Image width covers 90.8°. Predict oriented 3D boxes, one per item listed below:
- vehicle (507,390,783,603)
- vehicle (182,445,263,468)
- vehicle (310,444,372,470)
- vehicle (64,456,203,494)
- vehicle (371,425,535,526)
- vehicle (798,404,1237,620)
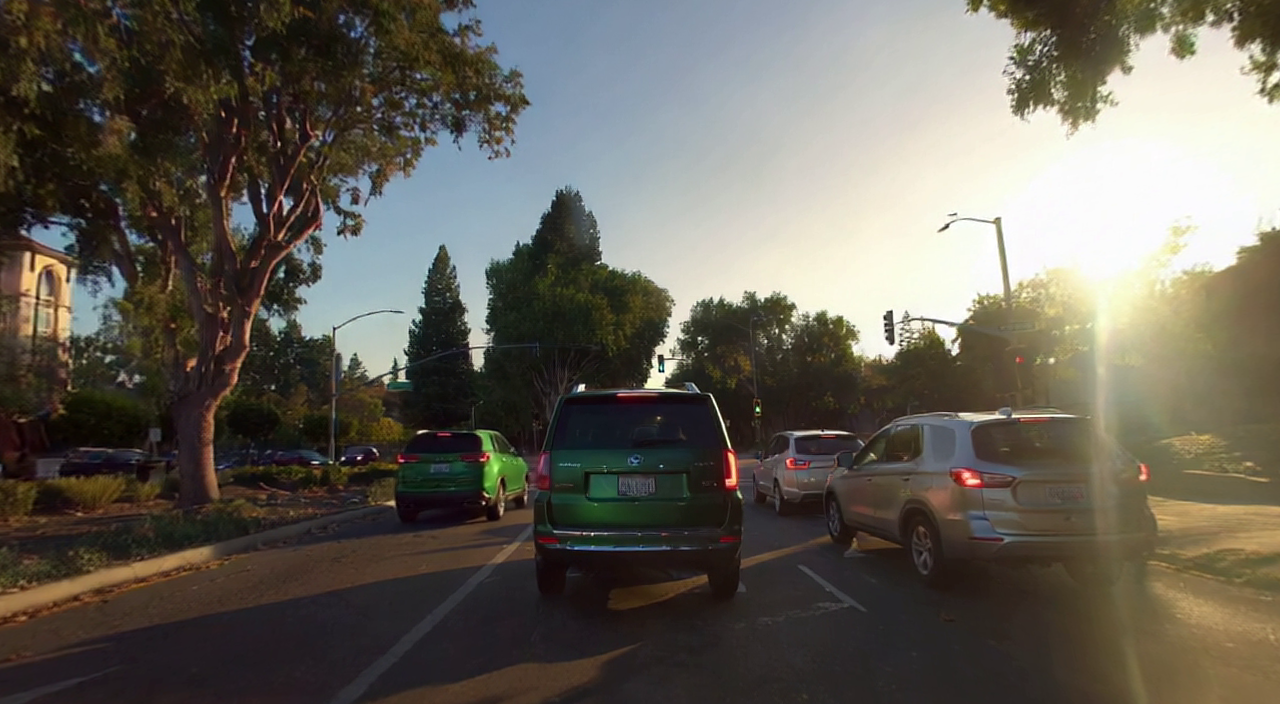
[{"bbox_3d":[0.017,1.492,7.281,2.294,1.761,3.857,0,-9,-1],"label":"vehicle"},{"bbox_3d":[-29.985,7.506,45.465,4.403,1.532,1.914,0,-8,-3],"label":"vehicle"},{"bbox_3d":[-22.131,7.783,47.055,1.993,1.844,5.316,0,-8,0],"label":"vehicle"},{"bbox_3d":[-22.358,5.423,28.193,2.312,1.443,4.684,0,-9,1],"label":"vehicle"},{"bbox_3d":[-3.405,2.325,12.436,1.961,1.639,4.064,0,-9,0],"label":"vehicle"},{"bbox_3d":[3.467,1.557,7.098,2.202,1.657,4.298,0,-9,-1],"label":"vehicle"}]
